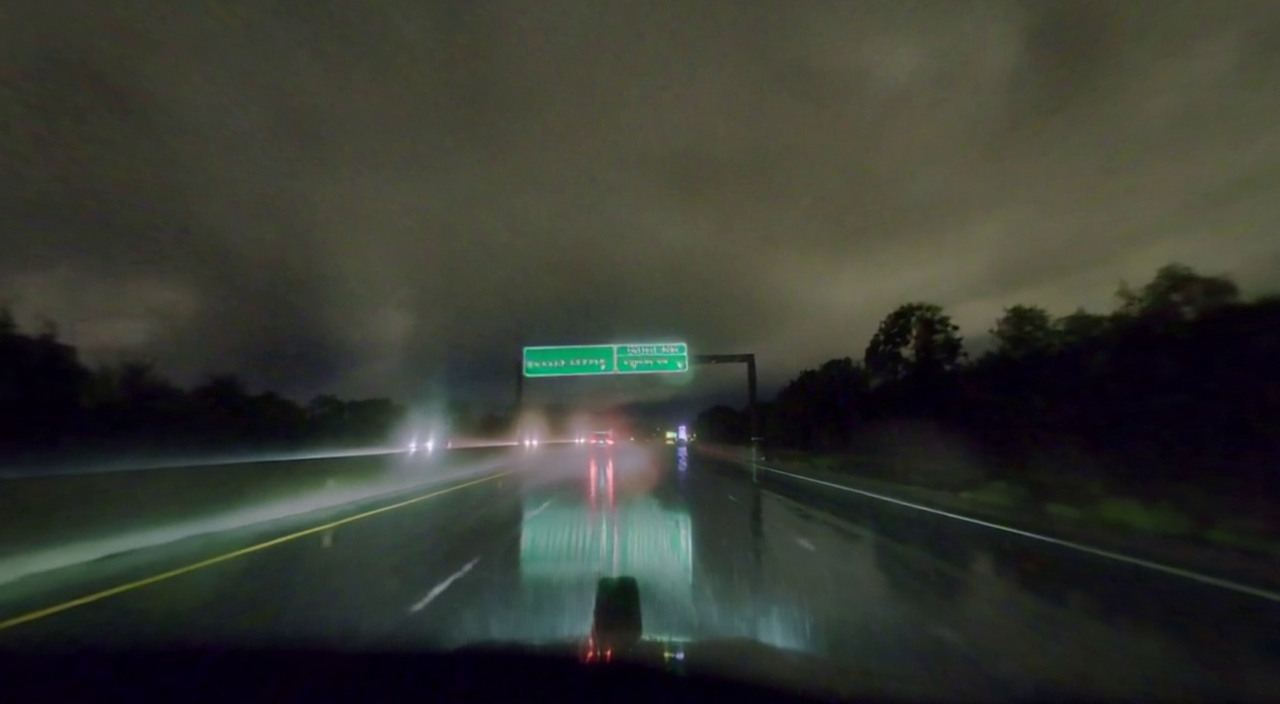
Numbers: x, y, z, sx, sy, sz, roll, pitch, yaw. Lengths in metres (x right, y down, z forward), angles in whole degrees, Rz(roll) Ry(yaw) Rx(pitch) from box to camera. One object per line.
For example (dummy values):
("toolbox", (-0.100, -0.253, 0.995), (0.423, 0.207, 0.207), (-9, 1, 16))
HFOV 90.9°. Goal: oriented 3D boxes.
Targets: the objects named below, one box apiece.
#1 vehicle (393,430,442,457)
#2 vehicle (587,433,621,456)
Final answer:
("vehicle", (-17.255, 7.087, 49.156), (2.099, 1.969, 4.815), (0, -8, 0))
("vehicle", (-2.517, 6.642, 45.400), (2.148, 1.603, 4.513), (0, -8, 1))
